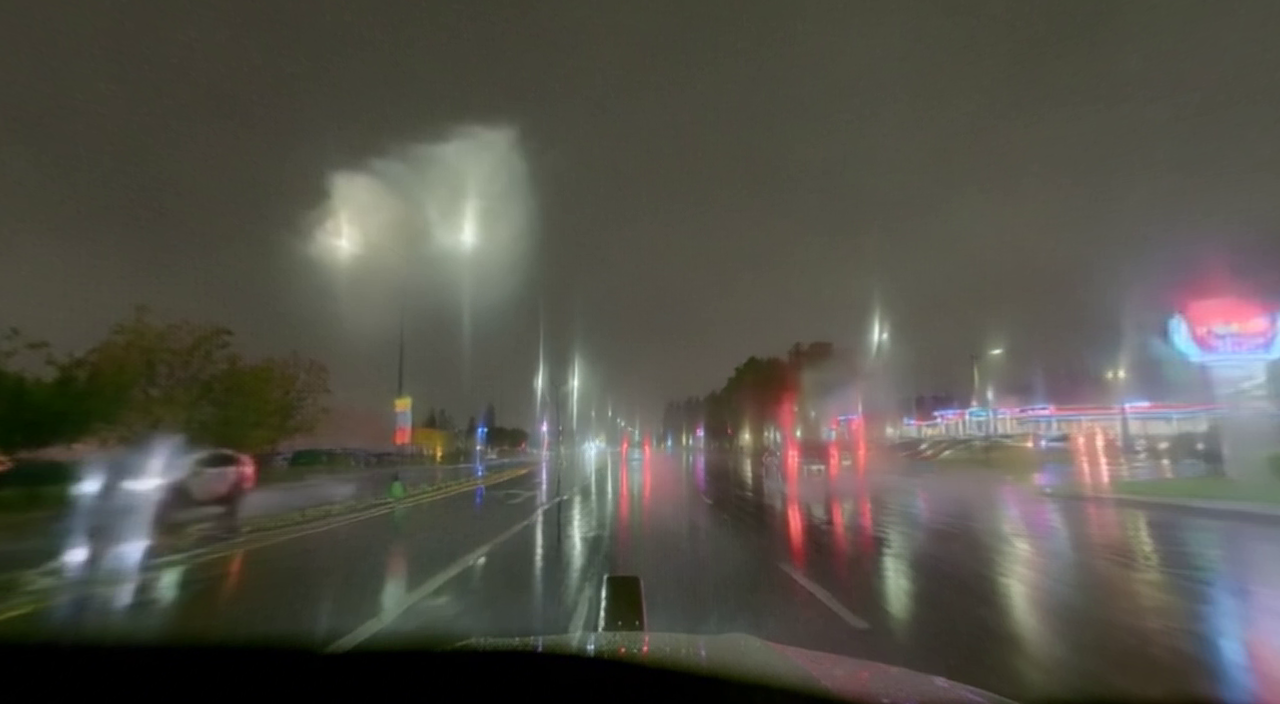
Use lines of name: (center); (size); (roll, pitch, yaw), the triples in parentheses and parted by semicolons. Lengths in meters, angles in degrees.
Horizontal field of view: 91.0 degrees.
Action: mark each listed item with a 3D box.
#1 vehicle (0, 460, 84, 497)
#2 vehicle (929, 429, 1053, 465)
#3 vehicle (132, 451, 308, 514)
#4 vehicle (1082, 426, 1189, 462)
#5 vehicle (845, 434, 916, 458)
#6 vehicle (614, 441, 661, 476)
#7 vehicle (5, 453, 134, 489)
vehicle: (-27.002, 5.368, 26.793); (4.660, 1.446, 1.870); (0, -8, -4)
vehicle: (17.895, 4.870, 32.278); (5.083, 1.778, 2.063); (0, -9, 0)
vehicle: (-11.950, 3.695, 18.383); (2.041, 1.553, 4.433); (0, -8, 0)
vehicle: (27.990, 5.267, 35.820); (1.991, 1.877, 5.024); (-1, -9, 1)
vehicle: (17.030, 6.702, 44.711); (4.224, 1.614, 2.028); (0, -9, -1)
vehicle: (-0.171, 4.806, 28.612); (1.998, 1.452, 3.773); (0, -8, -2)
vehicle: (-27.222, 5.673, 30.148); (4.294, 1.643, 1.948); (-1, -8, 2)
